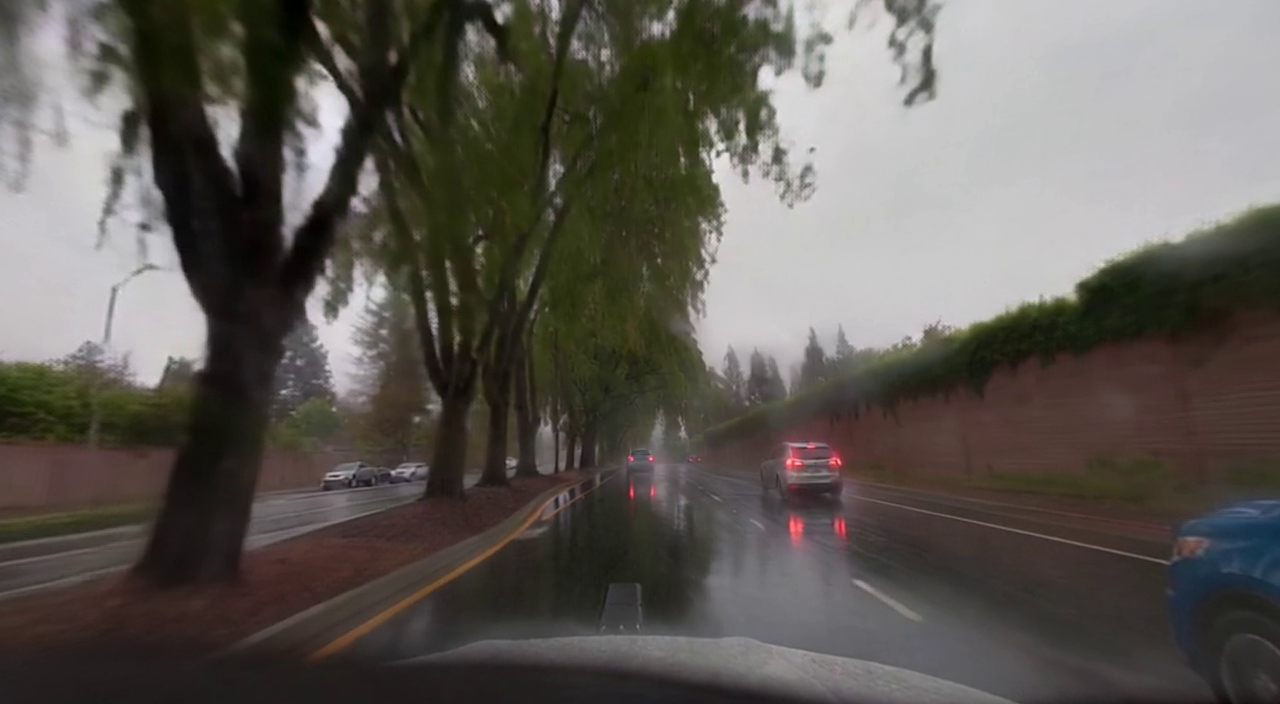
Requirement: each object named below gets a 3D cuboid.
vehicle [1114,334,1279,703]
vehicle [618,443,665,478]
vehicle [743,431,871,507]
[{"bbox_3d":[4.030,0.553,1.091,2.470,1.751,5.015,-1,-8,0],"label":"vehicle"},{"bbox_3d":[0.041,5.849,34.238,2.391,1.739,3.837,-1,-8,0],"label":"vehicle"},{"bbox_3d":[4.297,3.083,17.157,2.155,1.752,4.456,-1,-8,-1],"label":"vehicle"}]
